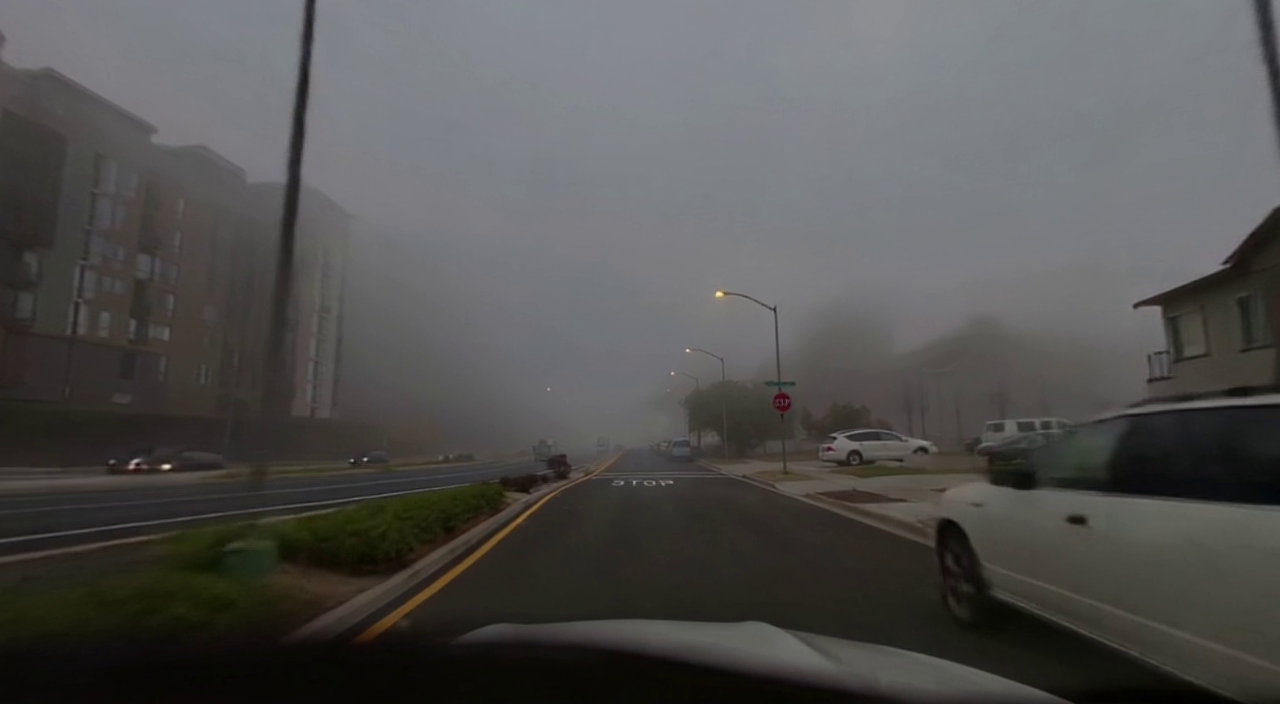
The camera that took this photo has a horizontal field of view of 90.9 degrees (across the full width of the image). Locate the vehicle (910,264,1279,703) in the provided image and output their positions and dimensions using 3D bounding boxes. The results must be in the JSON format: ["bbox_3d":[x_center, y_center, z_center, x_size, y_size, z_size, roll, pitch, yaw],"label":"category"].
[{"bbox_3d":[3.066,0.721,2.448,2.067,1.846,4.384,0,-9,0],"label":"vehicle"}]

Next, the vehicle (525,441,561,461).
[{"bbox_3d":[-7.579,7.781,49.492,2.024,1.532,3.863,-1,-9,4],"label":"vehicle"}]

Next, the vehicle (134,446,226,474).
[{"bbox_3d":[-26.231,6.140,36.158,1.811,1.467,4.508,0,-9,1],"label":"vehicle"}]

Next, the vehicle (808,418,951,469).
[{"bbox_3d":[9.652,3.735,25.731,4.823,1.667,2.165,-4,-9,0],"label":"vehicle"}]

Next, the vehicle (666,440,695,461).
[{"bbox_3d":[2.995,7.430,47.584,1.990,1.508,4.123,0,-9,1],"label":"vehicle"}]
